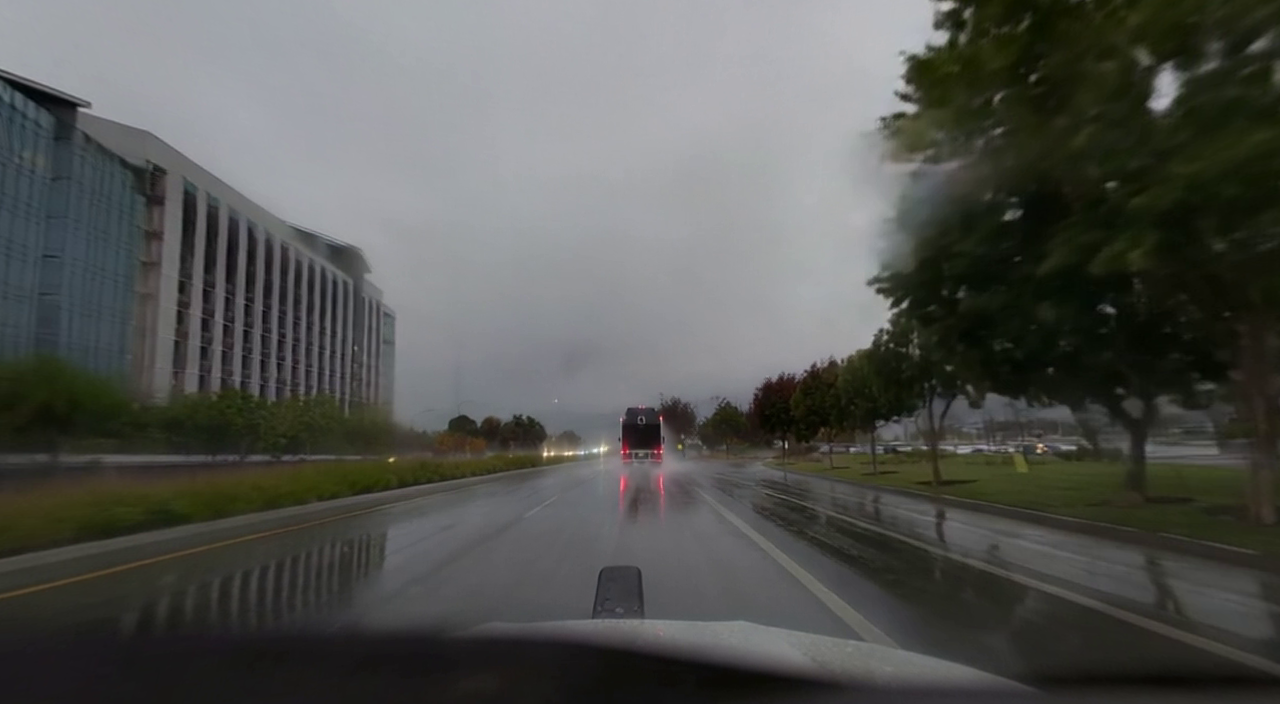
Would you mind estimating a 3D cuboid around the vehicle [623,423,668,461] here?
[{"bbox_3d":[0.242,4.746,33.314,2.178,1.829,4.932,0,-9,-1],"label":"vehicle"}]
